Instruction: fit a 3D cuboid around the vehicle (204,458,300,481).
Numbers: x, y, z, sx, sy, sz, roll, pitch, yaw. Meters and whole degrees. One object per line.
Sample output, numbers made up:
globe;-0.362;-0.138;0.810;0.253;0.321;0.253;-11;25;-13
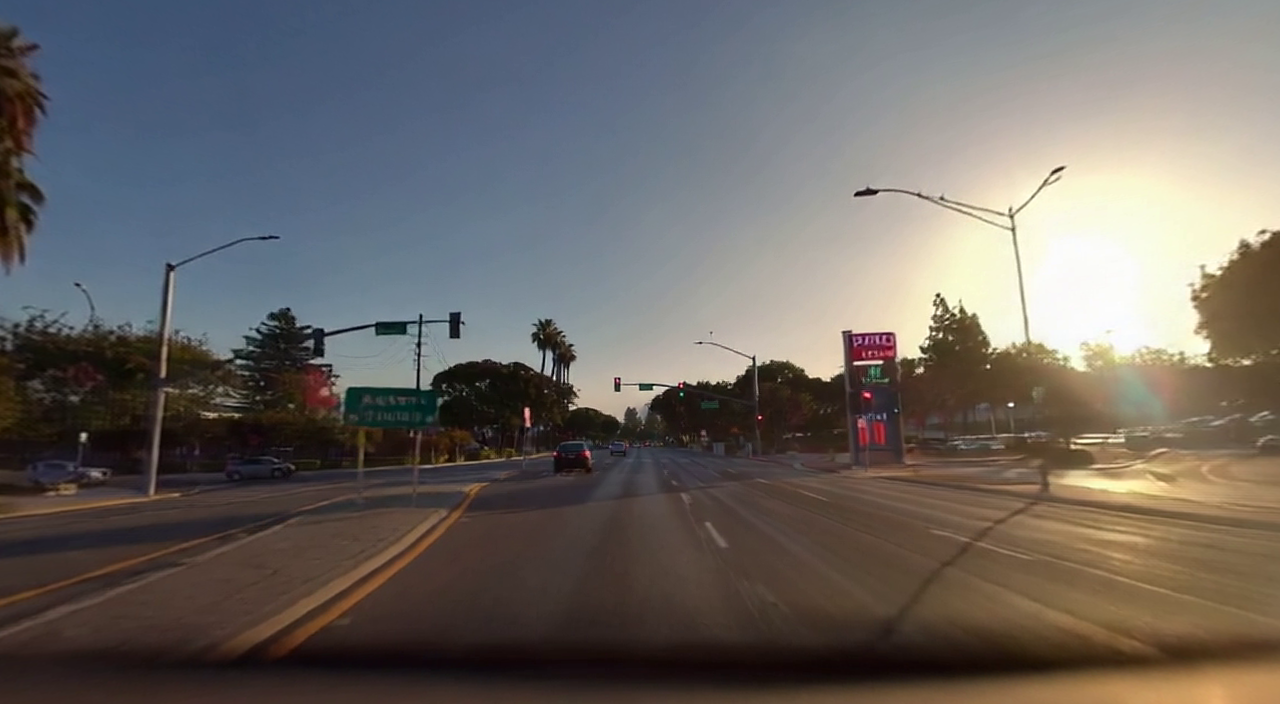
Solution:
vehicle;-25.102;7.597;40.980;4.854;1.406;2.060;0;-8;1

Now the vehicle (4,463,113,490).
vehicle;-34.628;7.432;37.685;4.567;1.460;1.917;0;-8;-1

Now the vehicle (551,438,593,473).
vehicle;-3.509;5.324;32.669;1.990;1.639;3.885;1;-9;-6
